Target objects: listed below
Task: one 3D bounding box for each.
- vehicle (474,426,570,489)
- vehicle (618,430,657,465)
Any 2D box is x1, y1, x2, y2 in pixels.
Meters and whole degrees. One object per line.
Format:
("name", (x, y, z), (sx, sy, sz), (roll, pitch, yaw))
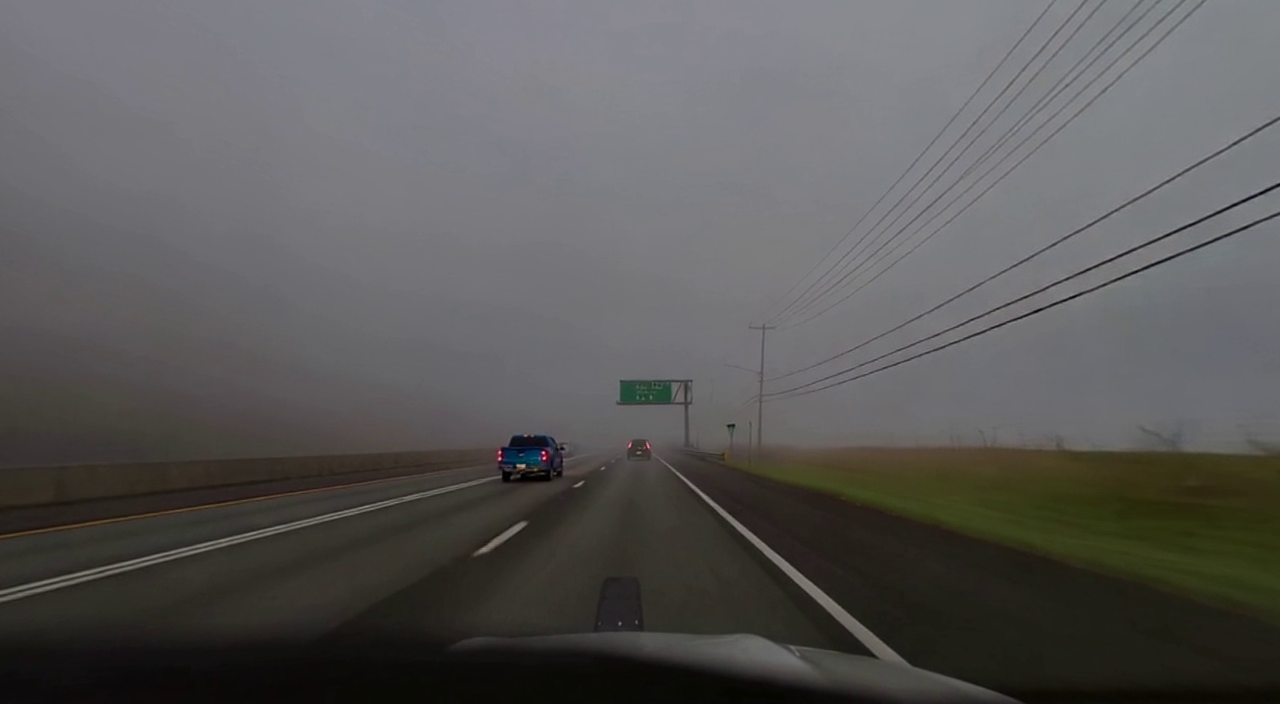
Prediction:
("vehicle", (-3.750, 3.481, 21.178), (2.204, 1.812, 5.289), (0, -8, 0))
("vehicle", (-0.175, 6.256, 41.368), (2.358, 2.144, 4.713), (0, -8, -1))
